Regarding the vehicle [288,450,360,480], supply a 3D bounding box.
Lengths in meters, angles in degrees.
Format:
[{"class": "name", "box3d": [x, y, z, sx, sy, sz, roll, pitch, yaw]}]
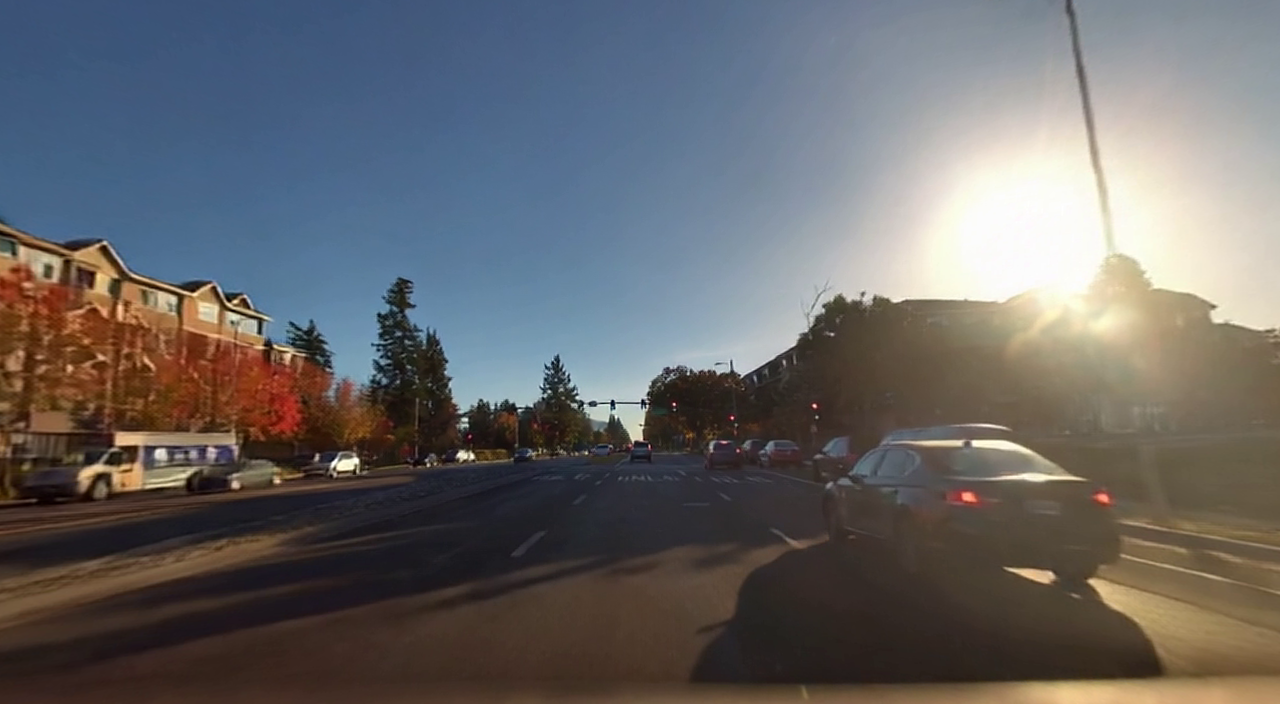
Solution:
[{"class": "vehicle", "box3d": [-21.745, 7.774, 43.643, 2.142, 1.900, 5.489, 0, -9, 0]}]

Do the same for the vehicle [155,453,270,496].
[{"class": "vehicle", "box3d": [-18.651, 5.335, 27.766, 1.962, 1.691, 4.328, 0, -9, 1]}]

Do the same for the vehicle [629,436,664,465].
[{"class": "vehicle", "box3d": [0.442, 6.810, 43.459, 2.239, 1.856, 4.815, 0, -8, 0]}]

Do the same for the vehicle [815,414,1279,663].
[{"class": "vehicle", "box3d": [3.361, 1.473, 6.158, 1.977, 1.498, 4.521, 0, -8, 0]}]

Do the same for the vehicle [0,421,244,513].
[{"class": "vehicle", "box3d": [-22.027, 4.867, 27.579, 2.961, 3.271, 9.547, 0, -9, 1]}]

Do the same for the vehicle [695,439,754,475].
[{"class": "vehicle", "box3d": [3.860, 4.870, 29.470, 2.178, 1.546, 4.311, 0, -8, 0]}]
